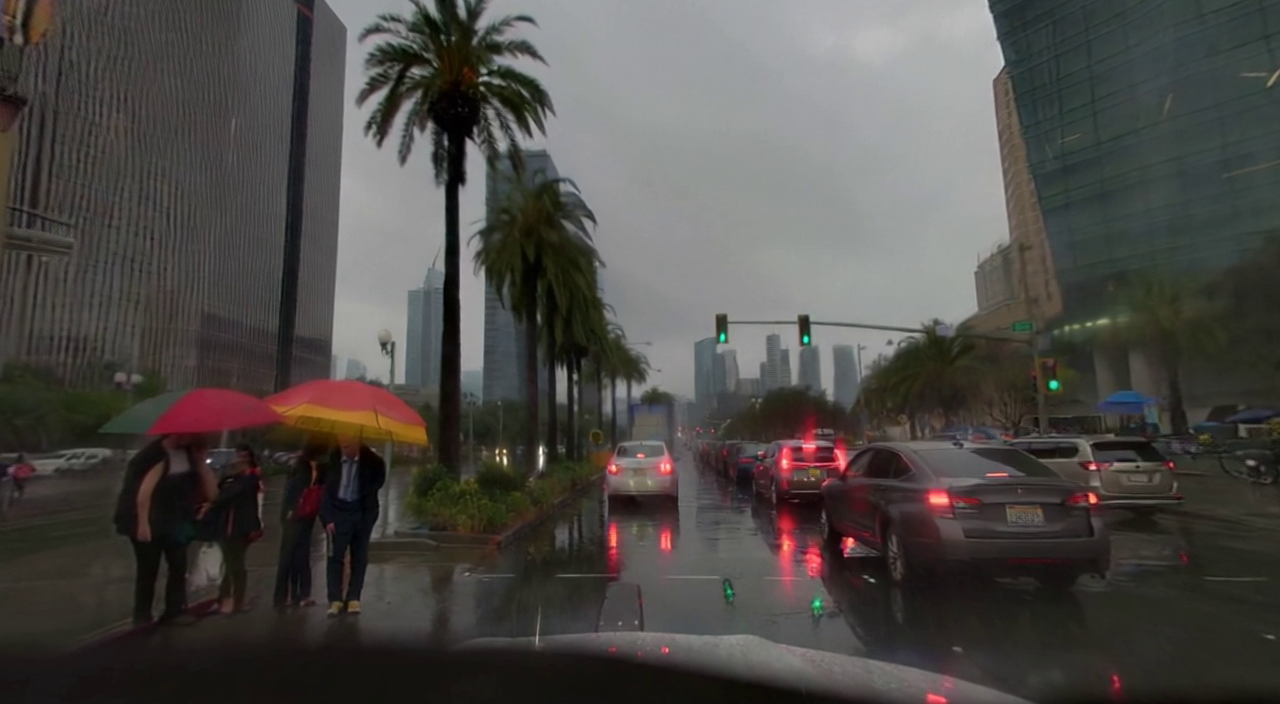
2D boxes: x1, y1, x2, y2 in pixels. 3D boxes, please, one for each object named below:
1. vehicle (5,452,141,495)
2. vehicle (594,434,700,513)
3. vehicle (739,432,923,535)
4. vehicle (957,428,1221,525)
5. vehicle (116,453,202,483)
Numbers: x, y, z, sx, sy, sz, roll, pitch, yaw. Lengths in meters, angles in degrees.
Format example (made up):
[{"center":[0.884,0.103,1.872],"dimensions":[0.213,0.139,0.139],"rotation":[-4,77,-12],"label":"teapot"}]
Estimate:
[{"center":[-26.699,5.711,29.925],"dimensions":[2.105,1.793,4.812],"rotation":[0,-9,-3],"label":"vehicle"},{"center":[0.164,2.616,14.010],"dimensions":[2.048,1.503,3.681],"rotation":[0,-9,1],"label":"vehicle"},{"center":[3.122,2.245,11.367],"dimensions":[1.913,1.469,4.425],"rotation":[0,-9,0],"label":"vehicle"},{"center":[8.174,2.280,12.095],"dimensions":[1.859,1.508,4.259],"rotation":[0,-9,-1],"label":"vehicle"},{"center":[-30.448,7.340,40.035],"dimensions":[1.946,1.696,4.595],"rotation":[0,-9,-2],"label":"vehicle"}]
